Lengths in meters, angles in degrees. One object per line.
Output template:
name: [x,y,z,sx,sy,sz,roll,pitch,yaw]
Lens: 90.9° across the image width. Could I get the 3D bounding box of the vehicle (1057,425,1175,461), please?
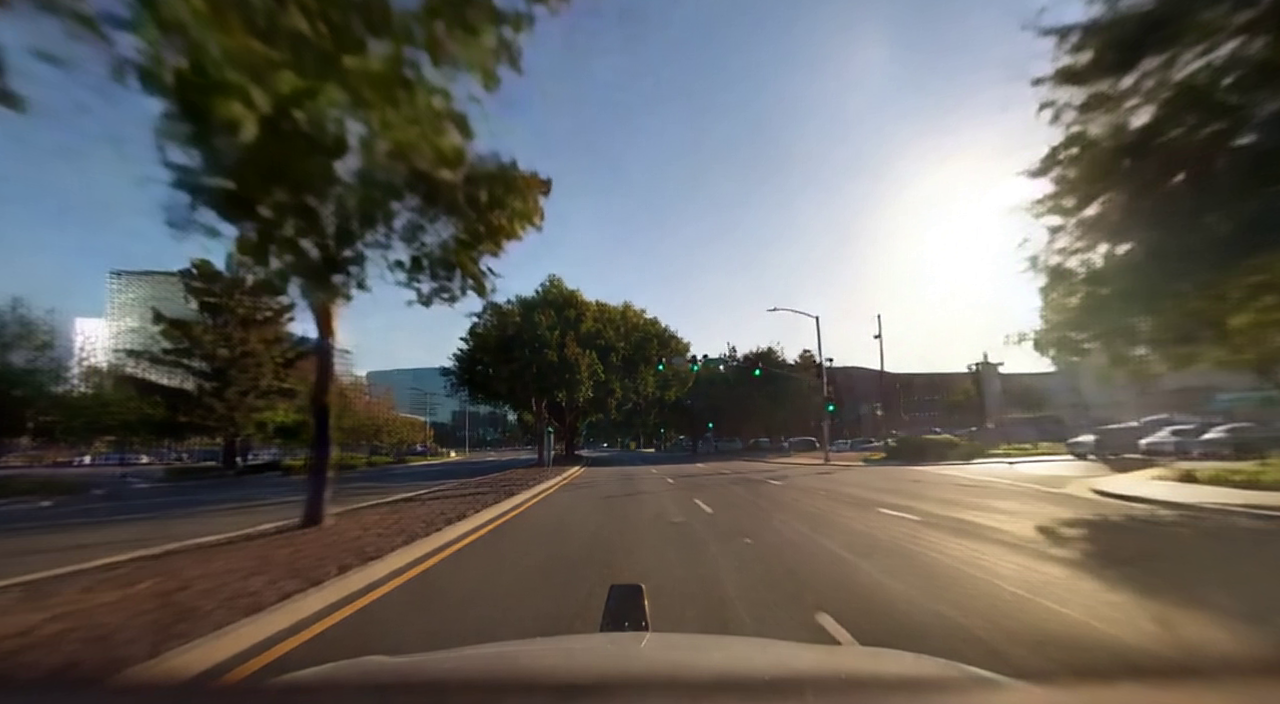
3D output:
vehicle: [26.234,5.030,34.852,4.950,1.924,2.146,1,-8,-7]
